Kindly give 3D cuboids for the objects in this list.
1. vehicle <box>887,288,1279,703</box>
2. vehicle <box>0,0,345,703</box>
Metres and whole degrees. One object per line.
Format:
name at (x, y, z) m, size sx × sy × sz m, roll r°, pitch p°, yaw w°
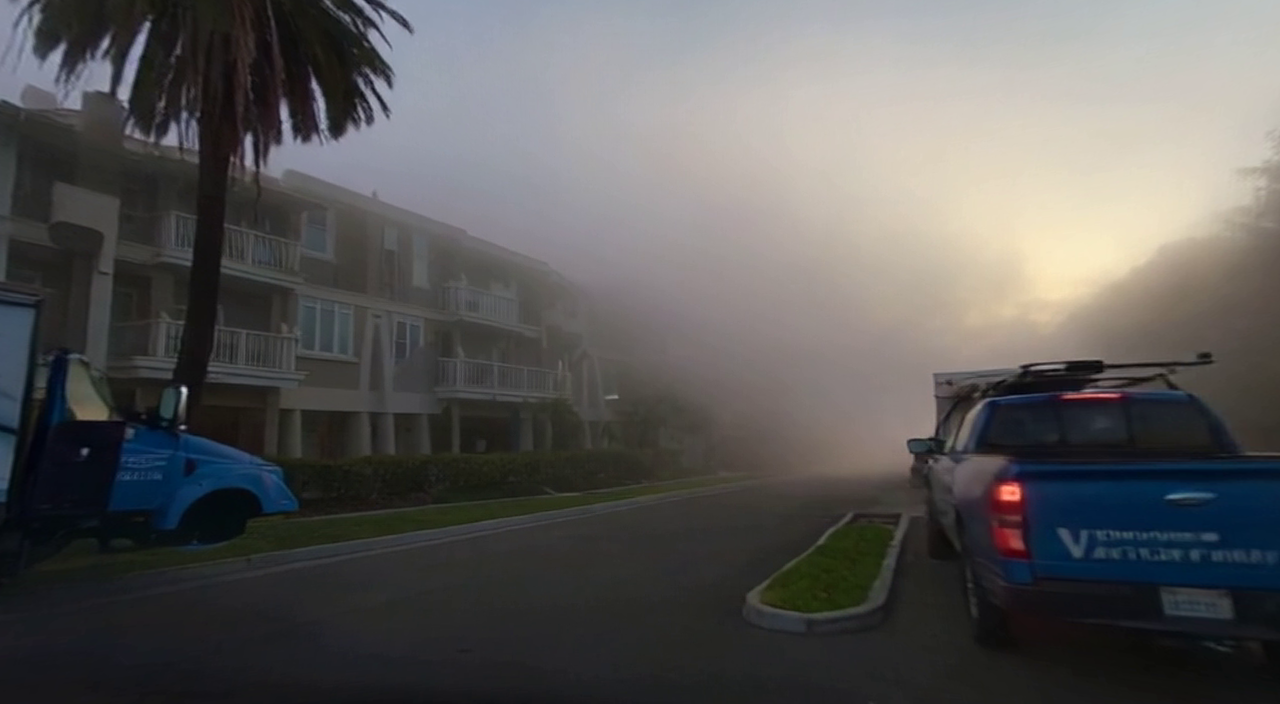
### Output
vehicle at (3.663, 1.160, 5.725) m, size 2.418 × 2.078 × 5.866 m, roll -3°, pitch -9°, yaw 20°
vehicle at (-5.949, -0.425, 0.701) m, size 2.998 × 3.659 × 10.517 m, roll -4°, pitch -10°, yaw 25°
